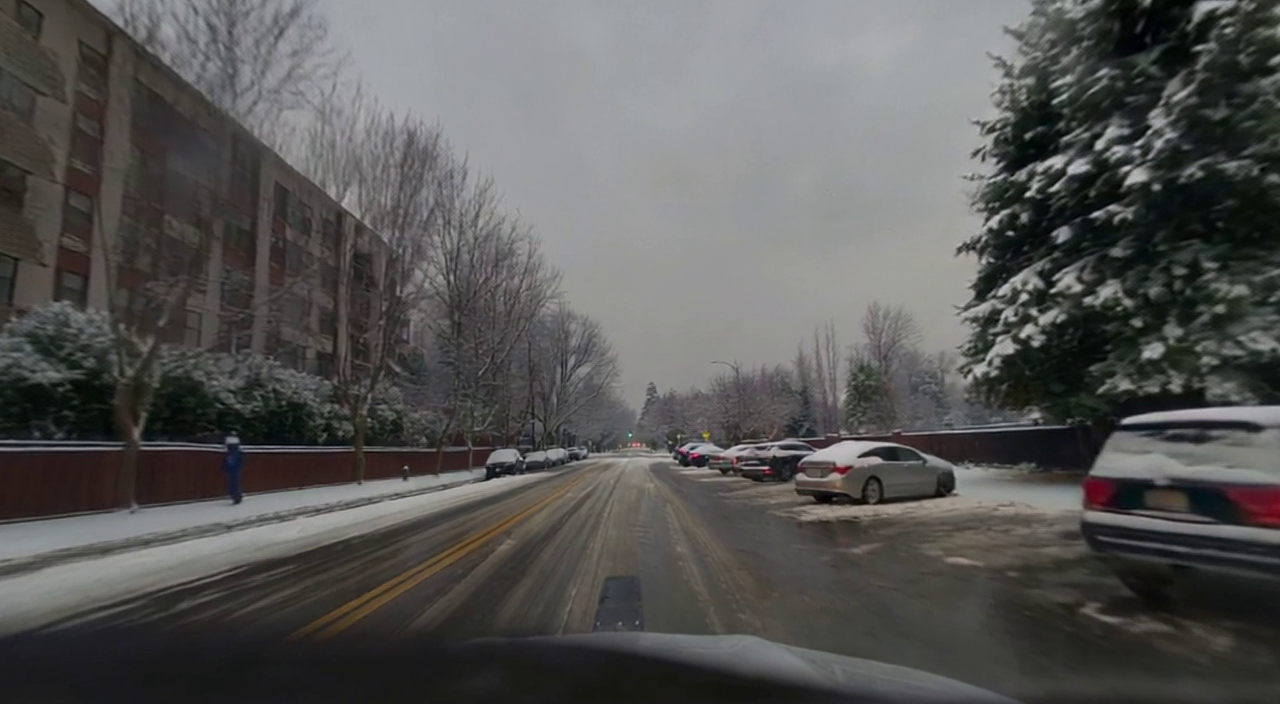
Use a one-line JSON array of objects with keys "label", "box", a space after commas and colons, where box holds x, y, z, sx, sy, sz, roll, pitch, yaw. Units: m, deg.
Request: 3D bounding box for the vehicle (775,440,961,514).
[{"label": "vehicle", "box": [5.316, 2.824, 14.769, 3.752, 1.494, 2.083, 5, -9, -29]}]

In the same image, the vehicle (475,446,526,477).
[{"label": "vehicle", "box": [-8.414, 6.632, 38.523, 2.172, 1.707, 4.273, 0, -8, 0]}]

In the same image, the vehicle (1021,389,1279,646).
[{"label": "vehicle", "box": [6.540, 1.357, 6.326, 5.061, 1.829, 2.274, 2, -8, -29]}]
